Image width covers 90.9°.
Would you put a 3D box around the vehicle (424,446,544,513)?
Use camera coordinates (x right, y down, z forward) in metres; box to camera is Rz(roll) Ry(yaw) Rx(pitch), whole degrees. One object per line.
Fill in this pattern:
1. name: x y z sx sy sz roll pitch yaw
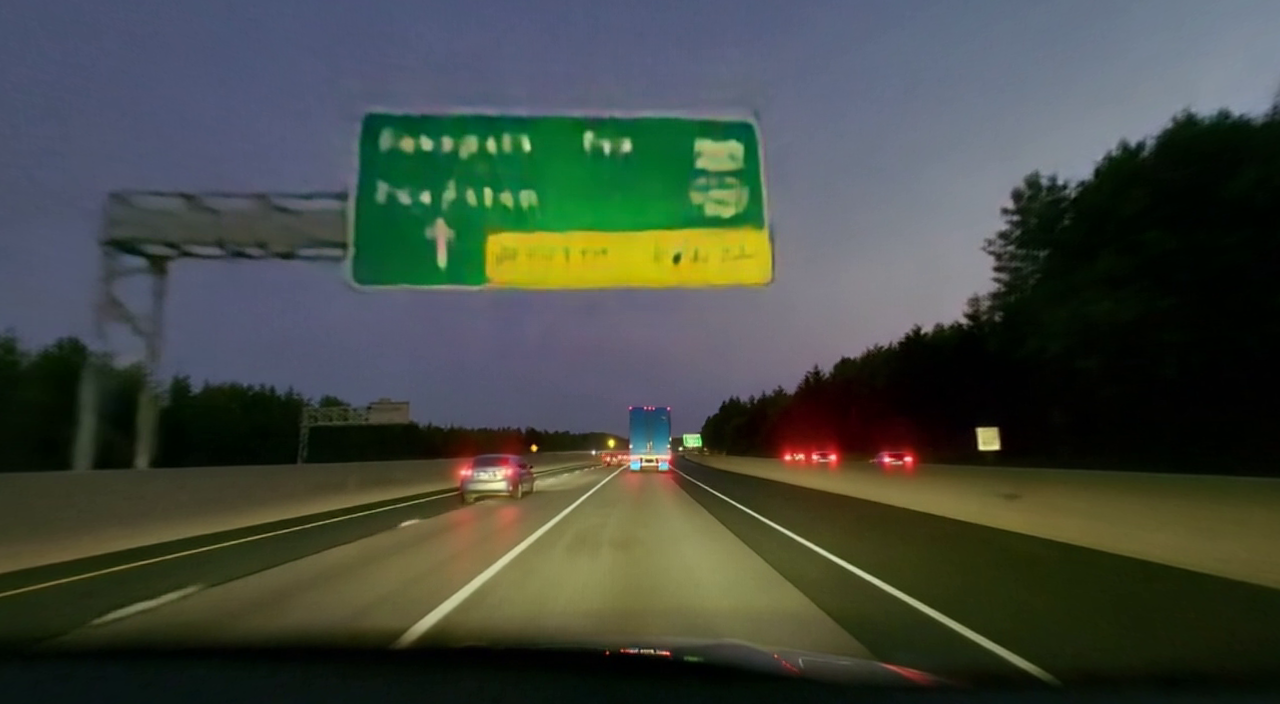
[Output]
1. vehicle: -3.820 3.182 16.319 1.931 1.466 4.458 0 -9 1

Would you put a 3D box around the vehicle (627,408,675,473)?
1. vehicle: 0.722 6.313 44.736 3.022 4.072 10.318 0 -9 0
